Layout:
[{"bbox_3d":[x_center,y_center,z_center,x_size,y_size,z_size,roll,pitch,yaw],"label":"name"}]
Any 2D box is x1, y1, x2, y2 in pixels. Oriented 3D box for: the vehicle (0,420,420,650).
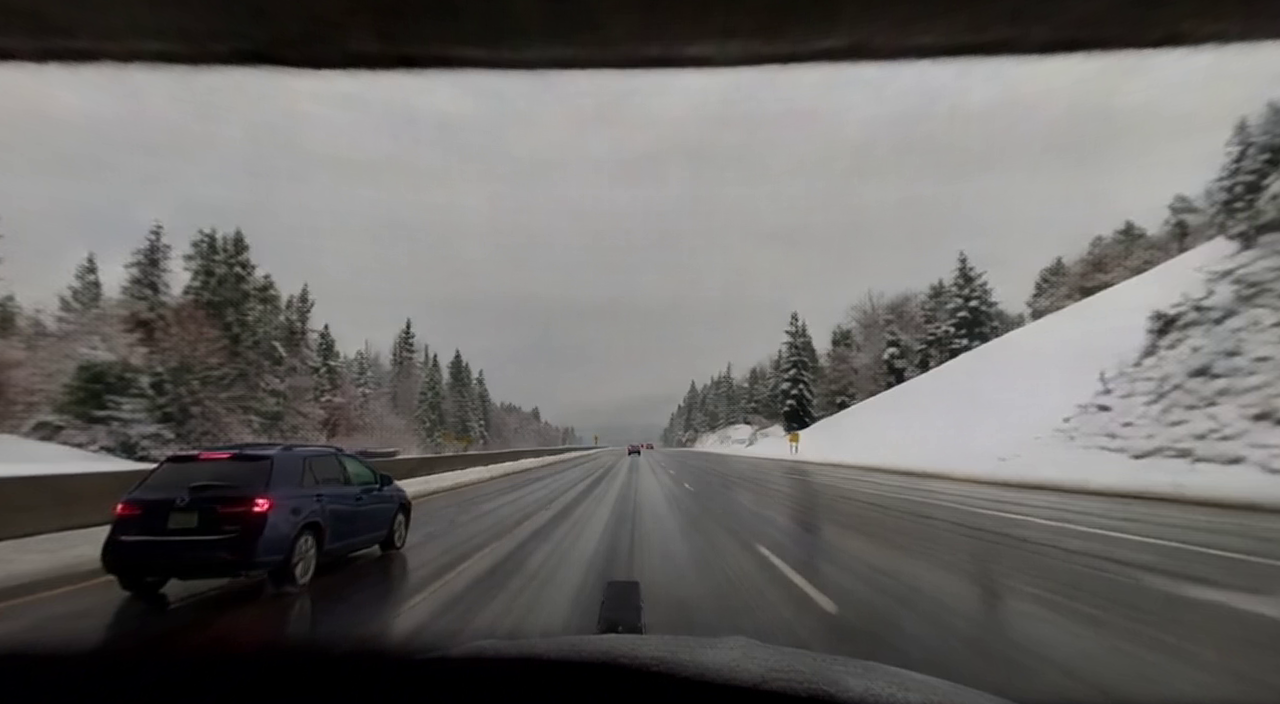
[{"bbox_3d":[-4.077,1.571,6.509,2.050,1.547,4.266,0,-9,0],"label":"vehicle"}]
